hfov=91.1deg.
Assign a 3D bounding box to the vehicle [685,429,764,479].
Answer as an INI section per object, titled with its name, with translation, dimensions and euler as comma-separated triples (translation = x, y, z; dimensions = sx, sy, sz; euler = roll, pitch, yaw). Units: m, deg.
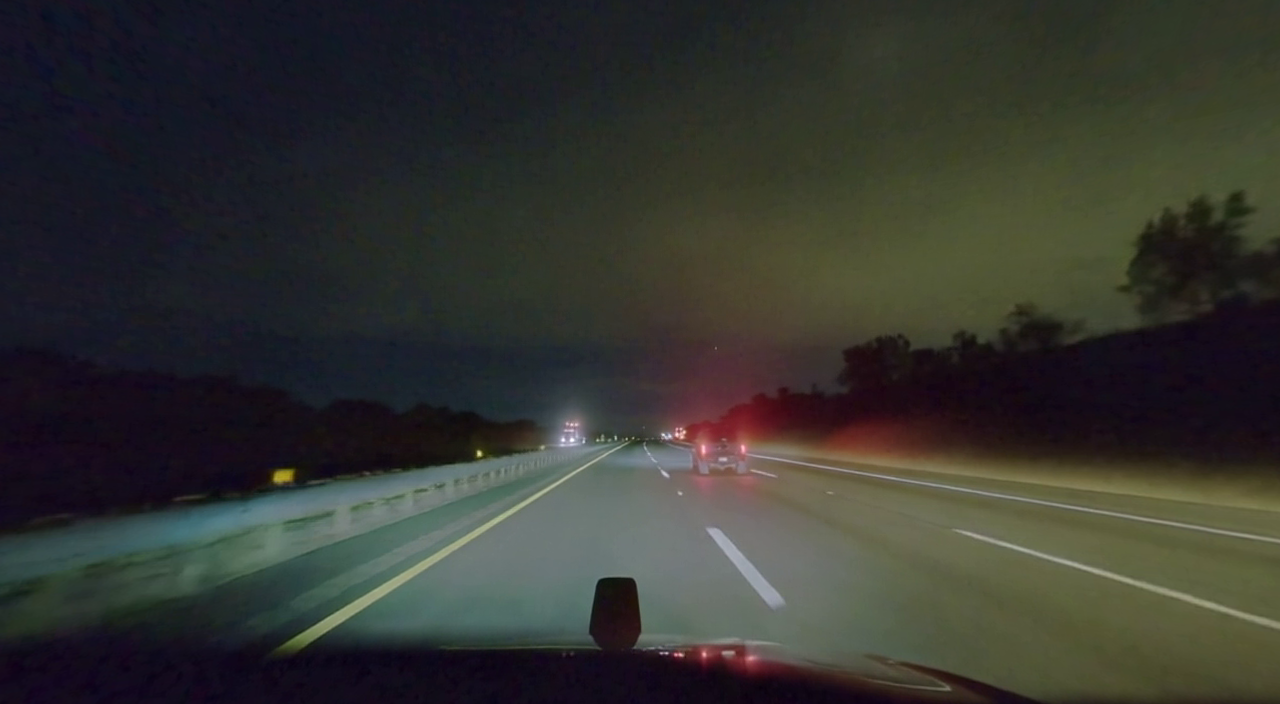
[vehicle]
translation = 2.825, 3.528, 22.090
dimensions = 2.084, 1.583, 4.420
euler = 0, -8, -1
